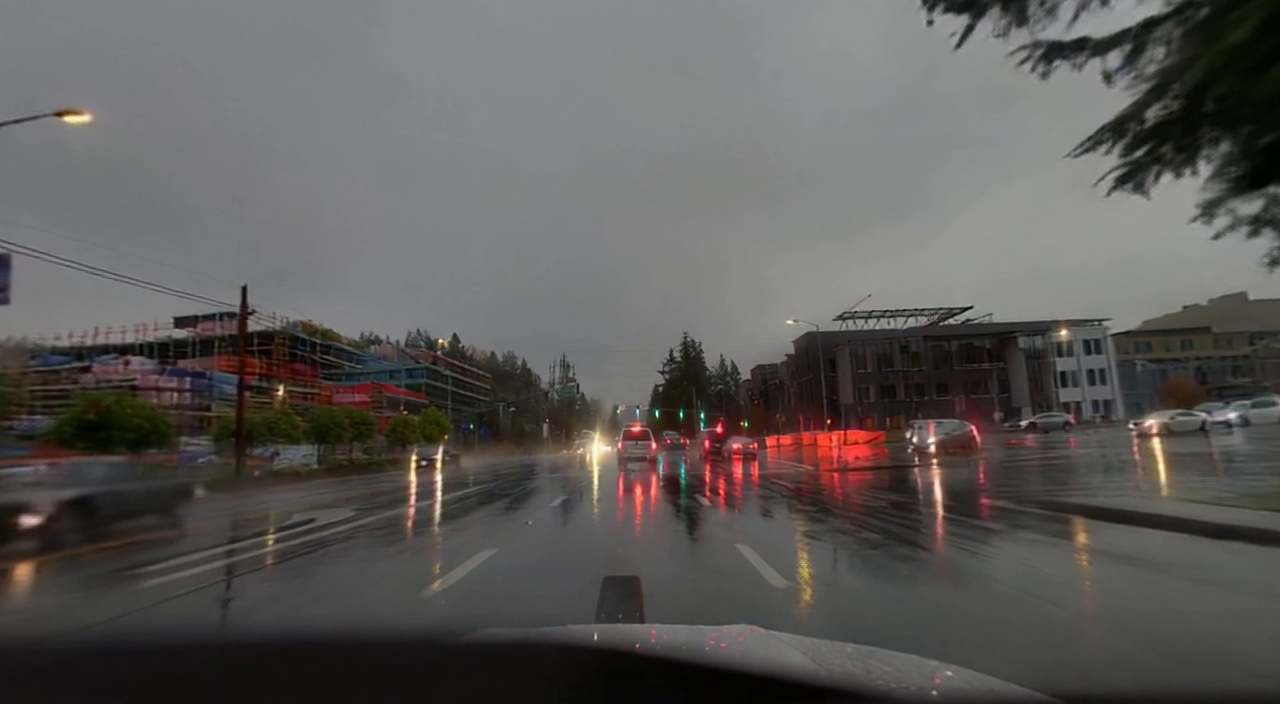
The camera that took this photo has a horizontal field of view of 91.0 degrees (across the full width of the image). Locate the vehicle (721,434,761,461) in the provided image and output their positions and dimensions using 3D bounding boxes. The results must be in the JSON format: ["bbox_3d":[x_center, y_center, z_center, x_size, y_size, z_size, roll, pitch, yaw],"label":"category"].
[{"bbox_3d":[5.921,5.647,37.324,2.145,1.503,4.267,-1,-9,7],"label":"vehicle"}]

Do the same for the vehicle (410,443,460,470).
[{"bbox_3d":[-13.013,6.647,40.159,1.887,1.536,4.088,-2,-8,-1],"label":"vehicle"}]

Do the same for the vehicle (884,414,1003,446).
[{"bbox_3d":[15.004,3.925,31.212,4.986,1.467,2.025,-6,-10,34],"label":"vehicle"}]

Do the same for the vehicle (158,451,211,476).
[{"bbox_3d":[-33.220,8.082,45.843,4.692,1.720,1.941,-7,-11,40],"label":"vehicle"}]

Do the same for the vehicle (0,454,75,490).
[{"bbox_3d":[-28.010,5.269,27.706,1.842,1.477,4.393,-8,-12,42],"label":"vehicle"}]

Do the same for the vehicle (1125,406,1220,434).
[{"bbox_3d":[31.025,4.054,36.868,1.810,1.448,4.550,-1,-9,4],"label":"vehicle"}]

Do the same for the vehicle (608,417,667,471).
[{"bbox_3d":[-0.139,4.096,28.035,2.350,2.122,5.801,0,-9,-1],"label":"vehicle"}]

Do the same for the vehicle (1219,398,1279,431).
[{"bbox_3d":[35.609,3.679,36.471,1.999,1.667,4.518,-5,-10,31],"label":"vehicle"}]
